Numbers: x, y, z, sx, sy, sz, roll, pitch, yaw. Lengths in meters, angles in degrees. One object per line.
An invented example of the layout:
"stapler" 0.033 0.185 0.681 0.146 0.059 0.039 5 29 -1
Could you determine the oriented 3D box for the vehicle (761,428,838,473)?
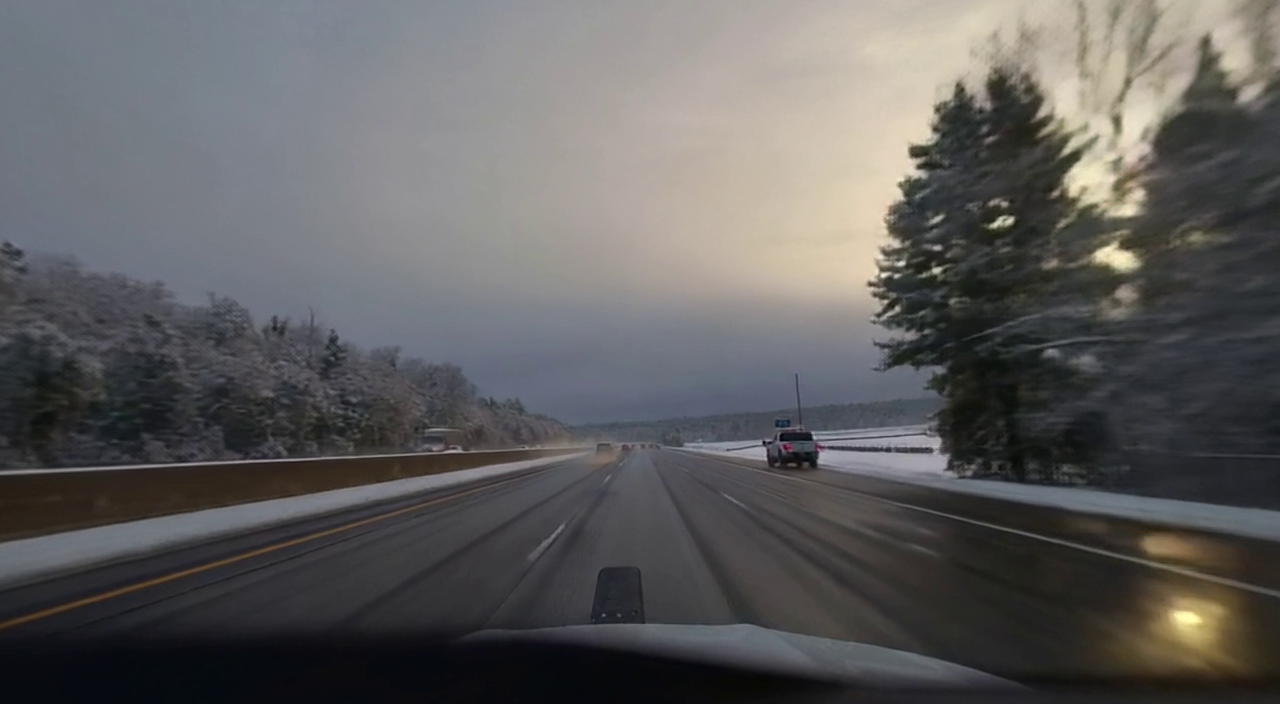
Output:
"vehicle" 8.226 5.170 33.265 2.440 2.132 6.219 0 -9 0
